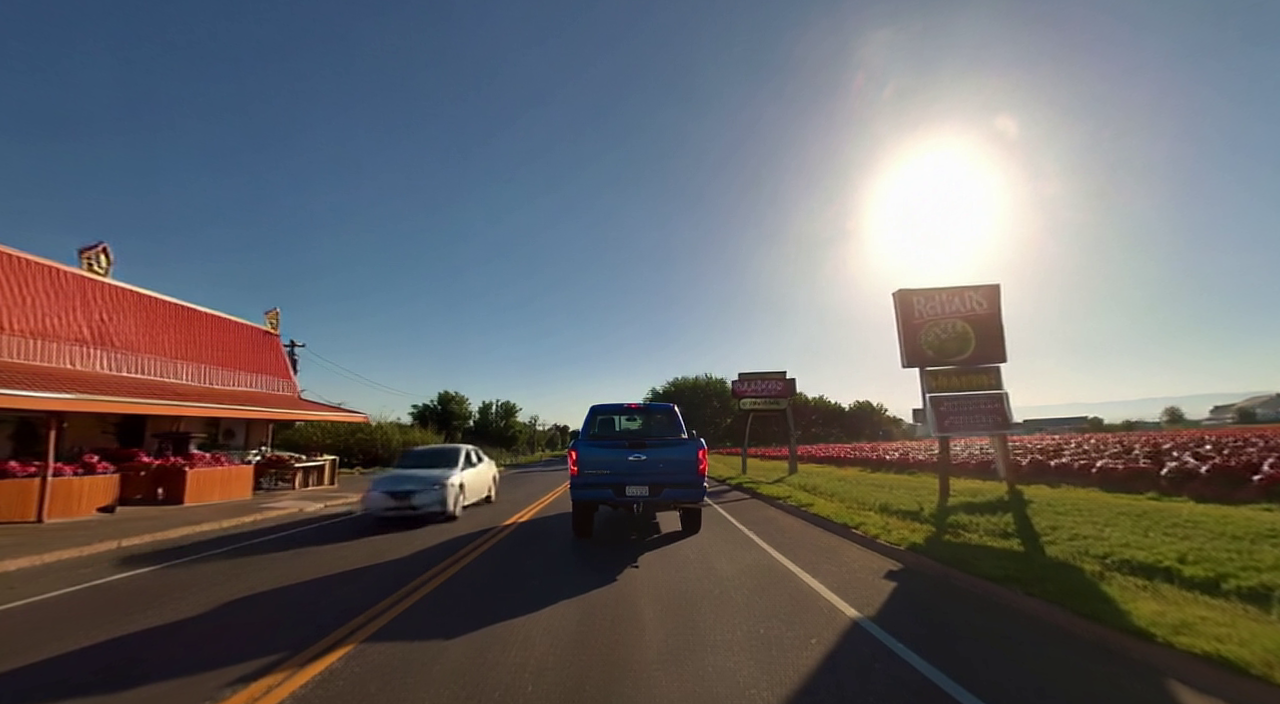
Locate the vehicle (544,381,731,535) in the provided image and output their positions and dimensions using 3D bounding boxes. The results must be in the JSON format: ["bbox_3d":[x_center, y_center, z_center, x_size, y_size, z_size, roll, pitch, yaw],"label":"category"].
[{"bbox_3d":[-0.116,1.970,12.182,2.693,2.223,5.885,0,-8,-2],"label":"vehicle"}]

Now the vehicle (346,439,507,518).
[{"bbox_3d":[-4.520,2.730,14.231,2.121,1.473,4.390,0,-8,-1],"label":"vehicle"}]
